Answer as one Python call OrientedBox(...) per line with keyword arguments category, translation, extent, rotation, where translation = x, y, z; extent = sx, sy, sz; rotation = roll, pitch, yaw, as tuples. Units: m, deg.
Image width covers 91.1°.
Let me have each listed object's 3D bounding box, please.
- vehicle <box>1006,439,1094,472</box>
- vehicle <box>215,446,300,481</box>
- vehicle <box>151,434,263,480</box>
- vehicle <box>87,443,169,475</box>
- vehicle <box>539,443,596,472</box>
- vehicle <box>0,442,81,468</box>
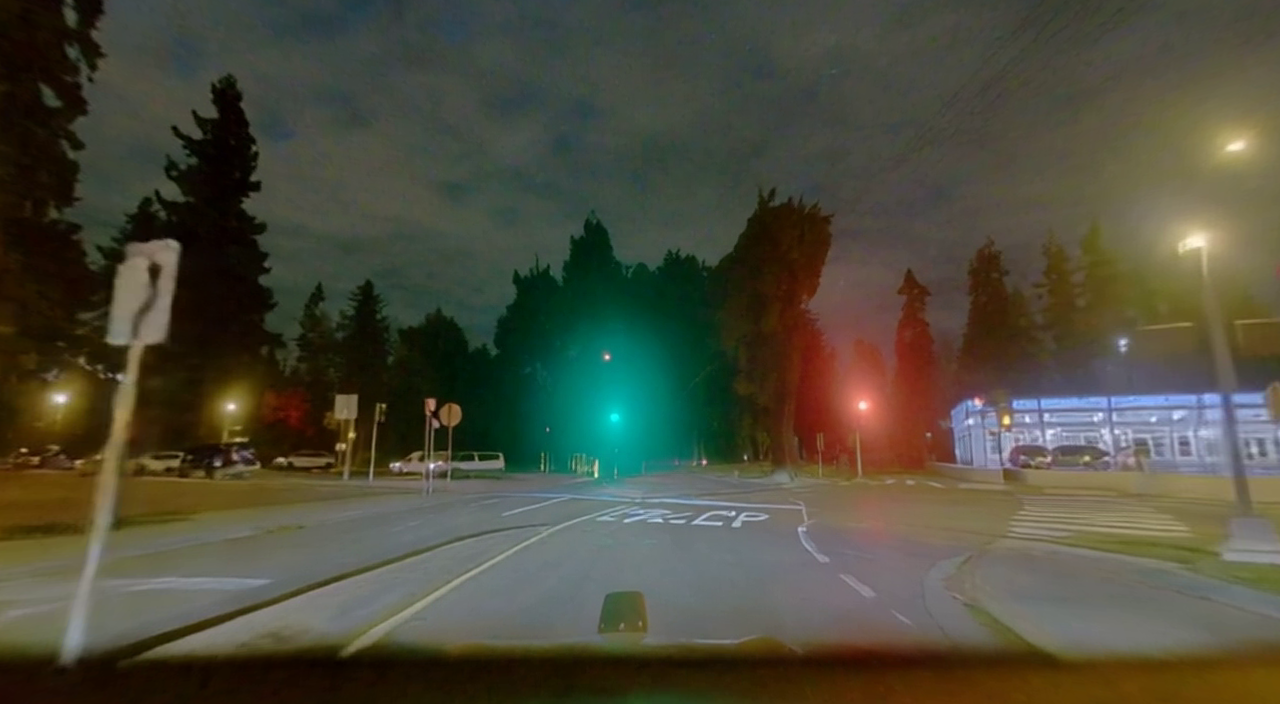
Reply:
OrientedBox(category="vehicle", translation=(26.140, 6.620, 40.266), extent=(4.474, 1.956, 2.263), rotation=(-5, -11, 29))
OrientedBox(category="vehicle", translation=(-16.678, 4.878, 27.636), extent=(1.789, 1.399, 4.236), rotation=(2, -9, -12))
OrientedBox(category="vehicle", translation=(-19.794, 4.822, 29.011), extent=(2.337, 1.934, 4.843), rotation=(2, -9, -10))
OrientedBox(category="vehicle", translation=(-26.242, 5.492, 32.346), extent=(1.771, 1.510, 3.545), rotation=(2, -9, -13))
OrientedBox(category="vehicle", translation=(-5.245, 7.657, 45.697), extent=(2.072, 1.922, 4.112), rotation=(-5, -10, 29))
OrientedBox(category="vehicle", translation=(-39.415, 6.763, 41.146), extent=(2.002, 1.603, 4.547), rotation=(2, -9, -12))
